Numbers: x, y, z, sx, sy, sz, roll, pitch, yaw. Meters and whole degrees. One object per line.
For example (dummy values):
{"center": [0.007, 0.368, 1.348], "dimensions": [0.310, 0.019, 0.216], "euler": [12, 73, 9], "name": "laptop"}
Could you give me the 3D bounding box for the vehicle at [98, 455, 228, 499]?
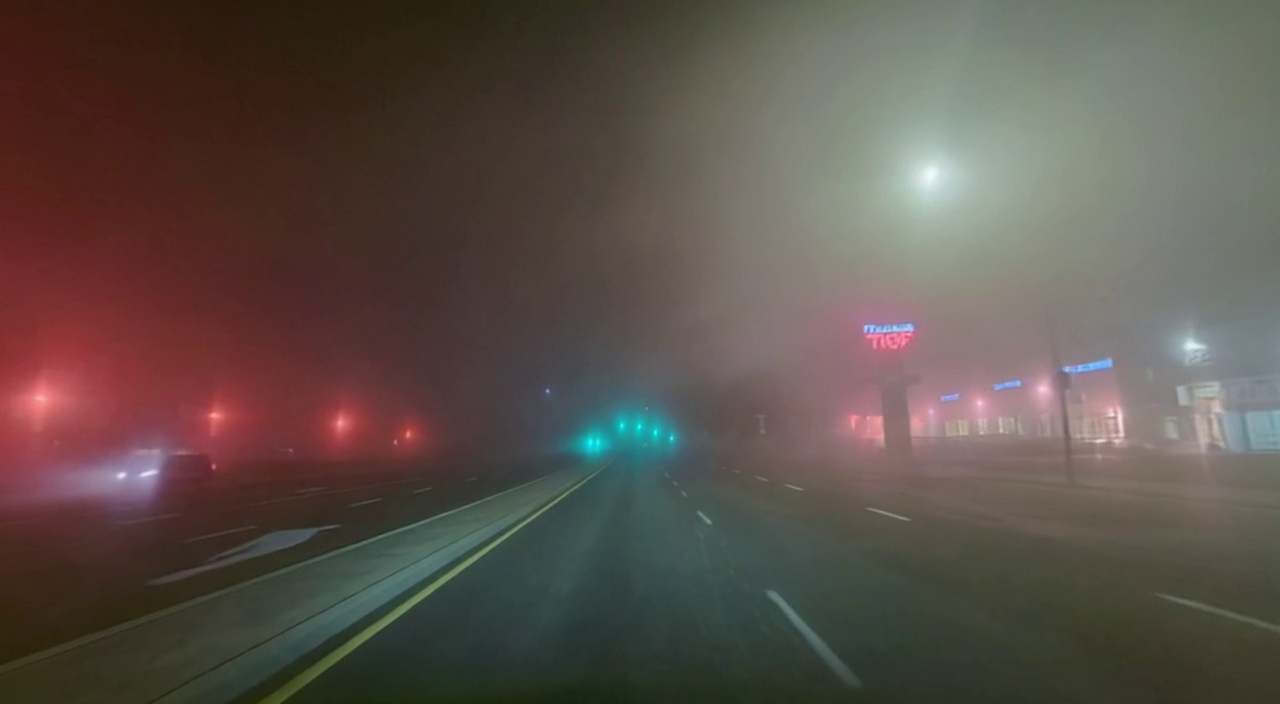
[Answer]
{"center": [-19.260, 5.040, 25.811], "dimensions": [2.018, 1.476, 4.310], "euler": [-2, -8, -1], "name": "vehicle"}
